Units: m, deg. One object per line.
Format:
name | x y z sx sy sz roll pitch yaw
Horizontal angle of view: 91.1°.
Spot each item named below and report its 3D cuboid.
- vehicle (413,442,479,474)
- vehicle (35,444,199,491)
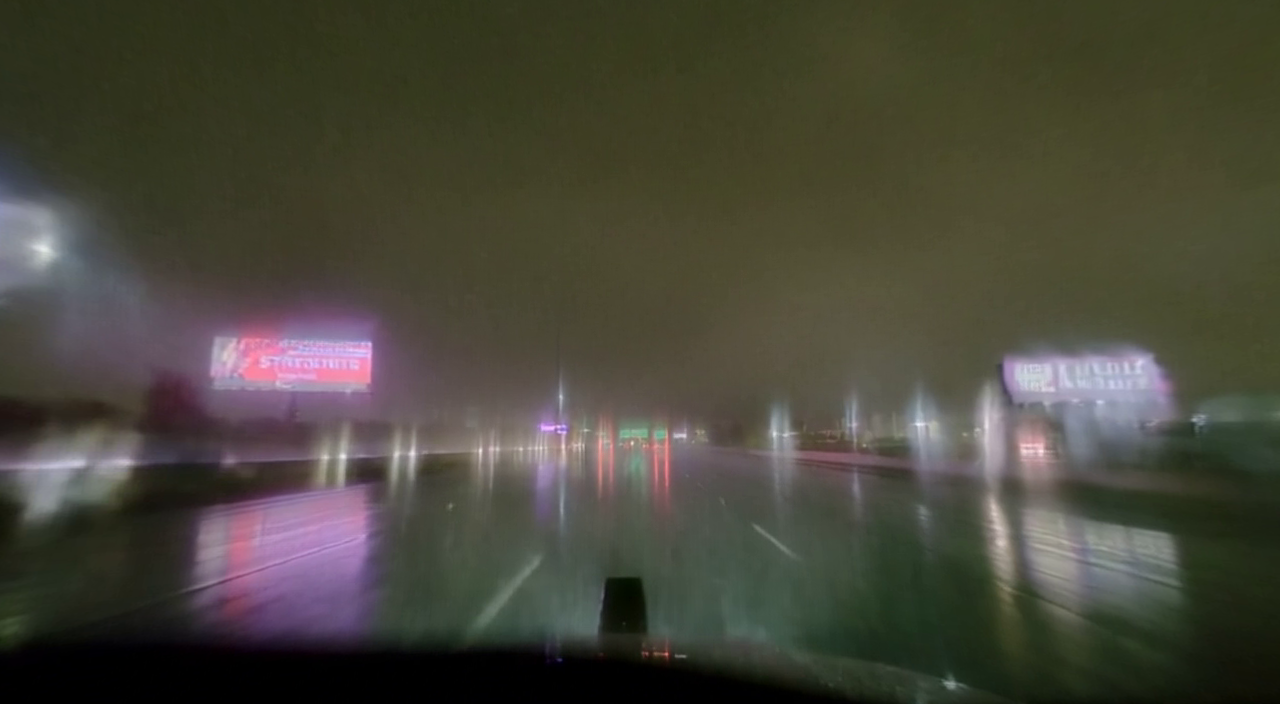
vehicle | -10.084 5.534 32.993 1.974 1.513 4.584 0 -9 0
vehicle | -18.657 4.107 22.748 1.857 1.533 4.696 0 -9 0
